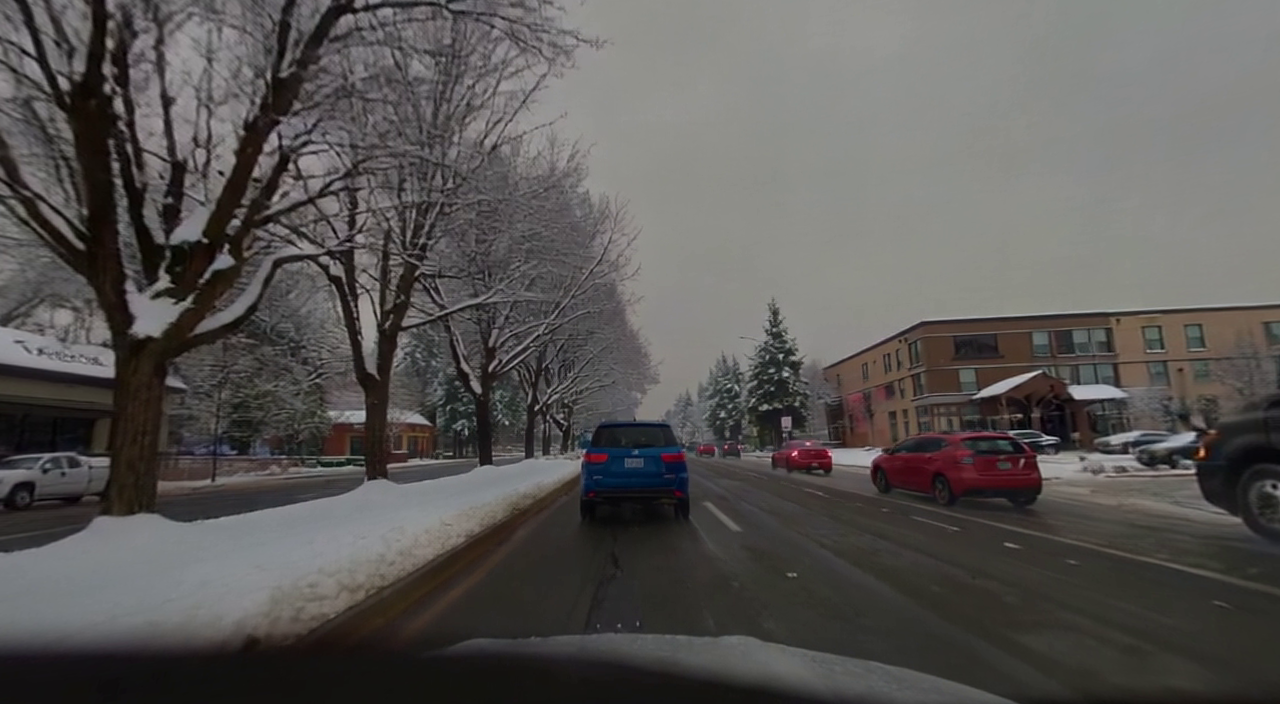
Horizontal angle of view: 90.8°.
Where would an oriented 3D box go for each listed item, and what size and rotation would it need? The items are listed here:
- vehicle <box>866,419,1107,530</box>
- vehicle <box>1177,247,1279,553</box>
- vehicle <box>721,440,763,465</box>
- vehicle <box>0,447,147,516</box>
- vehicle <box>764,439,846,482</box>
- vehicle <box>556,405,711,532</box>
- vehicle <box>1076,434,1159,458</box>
[{"bbox_3d":[6.223,2.248,12.138,2.056,1.703,4.428,0,-9,0],"label":"vehicle"},{"bbox_3d":[10.001,0.203,5.500,3.030,4.019,8.420,0,-9,0],"label":"vehicle"},{"bbox_3d":[6.557,6.518,41.053,1.914,1.523,4.287,0,-9,-2],"label":"vehicle"},{"bbox_3d":[-19.255,4.057,20.445,2.302,1.939,5.221,0,-9,1],"label":"vehicle"},{"bbox_3d":[6.455,4.289,25.209,2.035,1.553,4.465,0,-9,0],"label":"vehicle"},{"bbox_3d":[-0.121,2.064,11.640,2.320,1.880,4.192,0,-9,-1],"label":"vehicle"},{"bbox_3d":[33.201,6.565,44.138,1.959,1.580,4.873,0,-9,0],"label":"vehicle"}]
